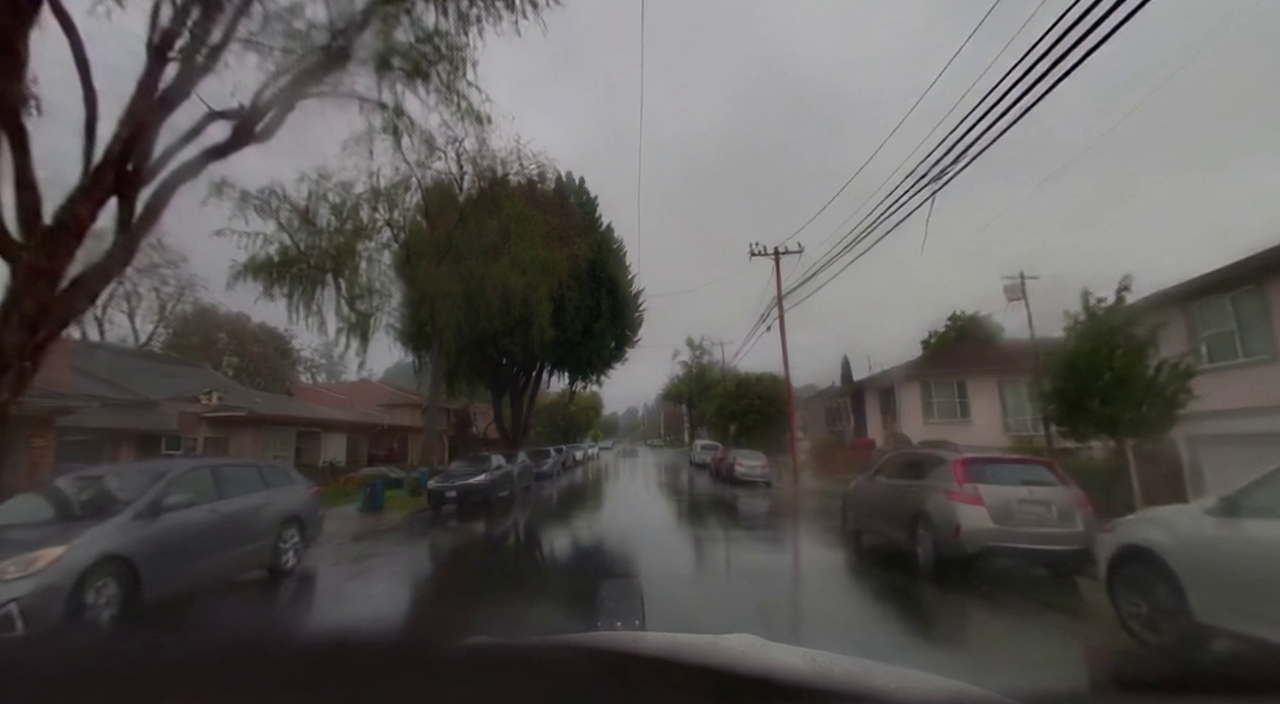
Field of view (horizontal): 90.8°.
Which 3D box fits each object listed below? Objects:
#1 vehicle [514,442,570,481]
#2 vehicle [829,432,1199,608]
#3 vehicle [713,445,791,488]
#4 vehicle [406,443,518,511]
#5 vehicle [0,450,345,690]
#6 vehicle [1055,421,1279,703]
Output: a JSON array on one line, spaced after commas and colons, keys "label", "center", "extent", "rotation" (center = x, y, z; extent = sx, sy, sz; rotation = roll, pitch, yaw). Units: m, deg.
[{"label": "vehicle", "center": [-5.218, 5.916, 34.503], "extent": [2.184, 1.958, 5.757], "rotation": [0, -9, 0]}, {"label": "vehicle", "center": [4.229, 1.958, 8.398], "extent": [2.057, 1.511, 4.858], "rotation": [3, -9, 1]}, {"label": "vehicle", "center": [4.312, 4.484, 25.110], "extent": [2.174, 1.504, 4.809], "rotation": [0, -9, 0]}, {"label": "vehicle", "center": [-5.044, 3.566, 18.597], "extent": [2.032, 1.716, 4.382], "rotation": [0, -9, 0]}, {"label": "vehicle", "center": [-5.144, 1.760, 6.357], "extent": [2.109, 1.501, 4.522], "rotation": [0, -9, 1]}, {"label": "vehicle", "center": [4.442, 1.133, 3.146], "extent": [1.864, 1.592, 4.221], "rotation": [0, -9, 0]}]
